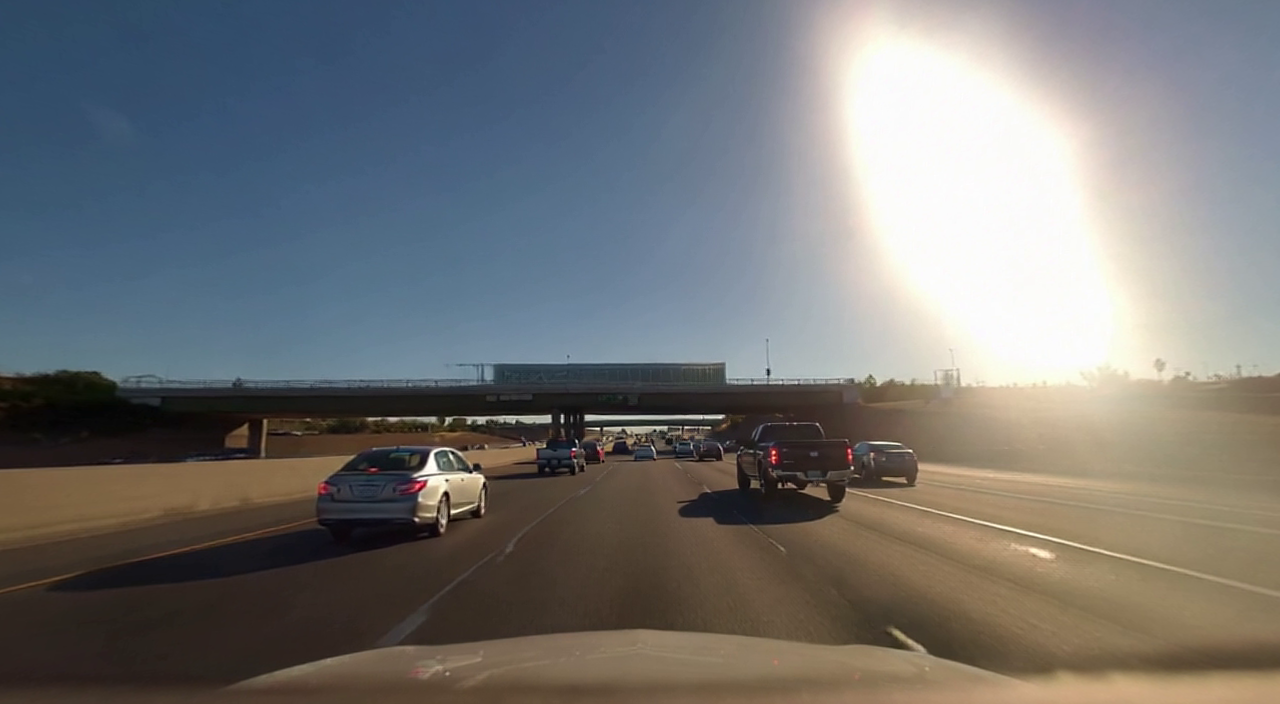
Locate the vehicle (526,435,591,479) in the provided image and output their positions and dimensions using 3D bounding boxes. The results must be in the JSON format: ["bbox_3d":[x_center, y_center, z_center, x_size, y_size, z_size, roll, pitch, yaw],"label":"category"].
[{"bbox_3d":[-3.562,4.732,28.640,2.176,1.783,4.799,0,-9,2],"label":"vehicle"}]

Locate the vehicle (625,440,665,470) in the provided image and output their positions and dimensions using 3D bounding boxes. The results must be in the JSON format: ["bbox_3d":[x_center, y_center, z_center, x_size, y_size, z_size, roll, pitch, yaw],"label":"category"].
[{"bbox_3d":[0.248,5.836,35.755,2.147,1.572,4.094,0,-9,0],"label":"vehicle"}]

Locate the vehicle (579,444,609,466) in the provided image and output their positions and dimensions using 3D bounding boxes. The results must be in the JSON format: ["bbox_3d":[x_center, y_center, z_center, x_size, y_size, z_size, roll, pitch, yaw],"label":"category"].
[{"bbox_3d":[-3.318,7.495,45.858,1.907,1.484,3.954,0,-9,0],"label":"vehicle"}]

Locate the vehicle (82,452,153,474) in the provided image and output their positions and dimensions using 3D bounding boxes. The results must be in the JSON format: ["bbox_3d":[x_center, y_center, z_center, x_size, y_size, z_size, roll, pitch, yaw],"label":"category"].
[{"bbox_3d":[-38.265,8.102,46.225,1.751,1.485,4.008,0,-9,0],"label":"vehicle"}]

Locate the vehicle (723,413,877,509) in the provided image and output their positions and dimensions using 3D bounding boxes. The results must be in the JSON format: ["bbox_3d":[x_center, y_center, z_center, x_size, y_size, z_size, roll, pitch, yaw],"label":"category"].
[{"bbox_3d":[3.649,2.646,15.712,2.340,1.925,5.529,0,-9,-1],"label":"vehicle"}]

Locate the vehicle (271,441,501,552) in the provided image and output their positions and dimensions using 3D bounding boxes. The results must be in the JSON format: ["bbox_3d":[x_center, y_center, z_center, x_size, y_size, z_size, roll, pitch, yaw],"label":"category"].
[{"bbox_3d":[-3.797,2.209,10.388,1.947,1.424,4.264,0,-9,1],"label":"vehicle"}]

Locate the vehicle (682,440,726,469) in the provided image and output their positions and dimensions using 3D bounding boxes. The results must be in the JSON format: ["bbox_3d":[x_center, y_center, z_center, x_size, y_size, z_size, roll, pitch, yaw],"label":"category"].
[{"bbox_3d":[3.832,6.244,38.423,2.145,1.636,4.437,1,-9,-1],"label":"vehicle"}]

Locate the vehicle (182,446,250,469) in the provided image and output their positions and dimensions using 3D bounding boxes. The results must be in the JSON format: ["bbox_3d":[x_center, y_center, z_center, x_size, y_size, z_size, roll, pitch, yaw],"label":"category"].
[{"bbox_3d":[-30.770,7.660,45.880,1.875,1.542,4.486,0,-9,0],"label":"vehicle"}]
